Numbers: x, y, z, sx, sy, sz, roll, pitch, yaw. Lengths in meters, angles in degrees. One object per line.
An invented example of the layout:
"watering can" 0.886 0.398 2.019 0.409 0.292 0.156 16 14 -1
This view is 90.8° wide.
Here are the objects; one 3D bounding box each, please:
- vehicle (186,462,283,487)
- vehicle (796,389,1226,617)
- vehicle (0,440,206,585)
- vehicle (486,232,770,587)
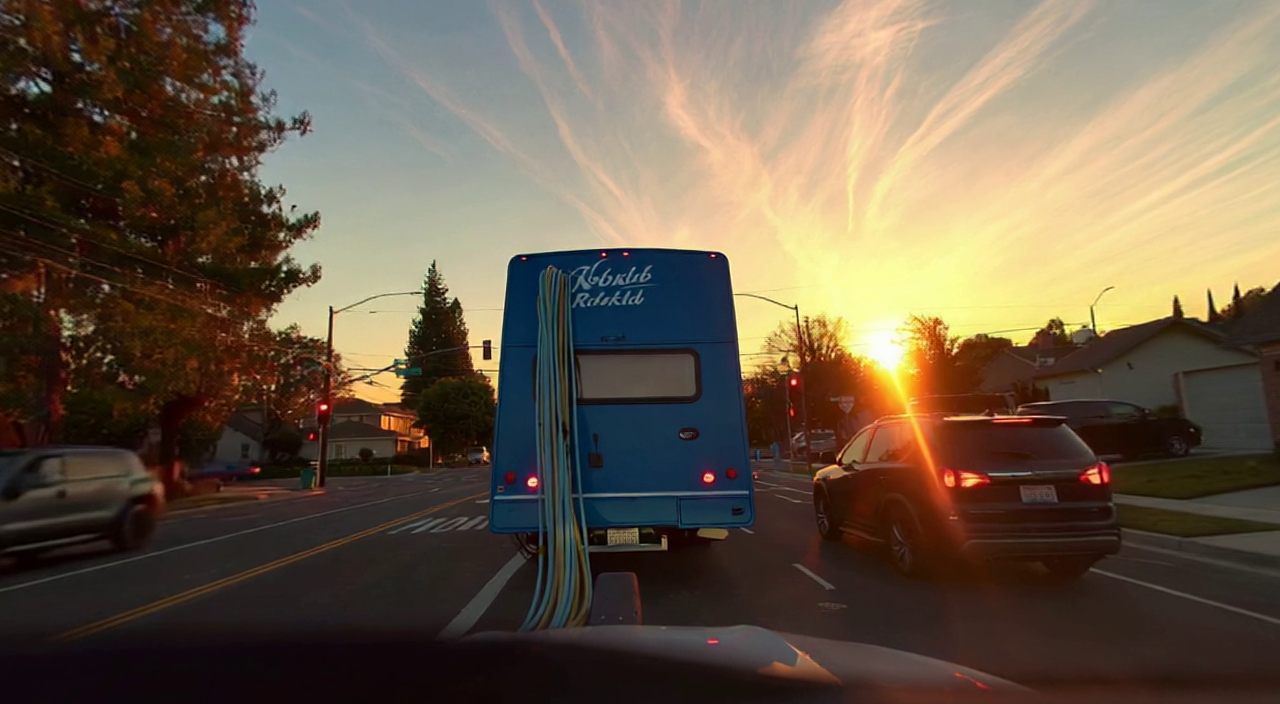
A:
"vehicle" -26.768 8.076 41.861 4.954 1.506 2.014 0 -9 -3
"vehicle" 3.408 1.489 7.130 2.104 1.735 4.408 0 -9 0
"vehicle" -8.741 2.129 8.937 2.110 1.713 4.449 0 -9 -2
"vehicle" -0.101 1.112 10.350 2.709 3.511 8.213 0 -9 0
